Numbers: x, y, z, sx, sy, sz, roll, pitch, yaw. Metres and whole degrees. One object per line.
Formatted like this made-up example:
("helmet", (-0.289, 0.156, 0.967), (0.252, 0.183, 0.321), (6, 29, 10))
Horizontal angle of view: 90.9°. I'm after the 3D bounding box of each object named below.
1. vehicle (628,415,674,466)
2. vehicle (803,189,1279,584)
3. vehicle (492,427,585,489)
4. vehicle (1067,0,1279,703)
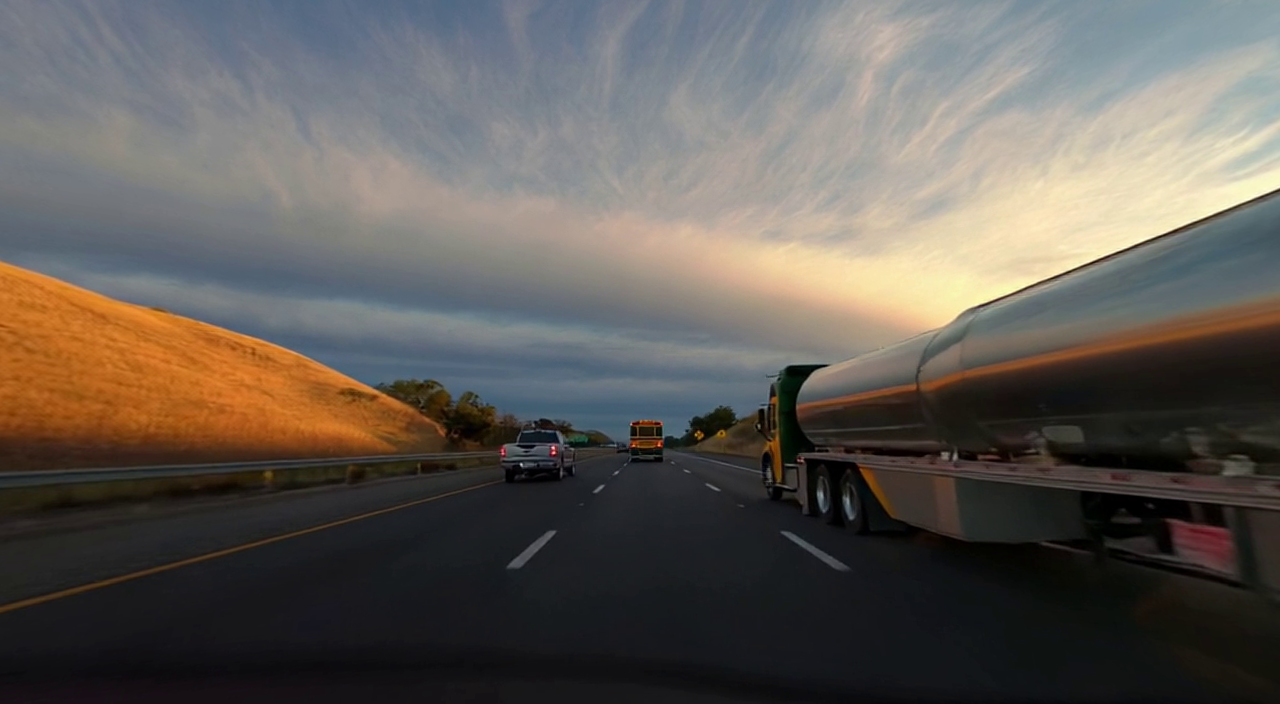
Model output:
("vehicle", (0.680, 6.453, 46.017), (2.948, 3.265, 10.569), (0, -8, -1))
("vehicle", (4.589, 0.698, 9.072), (2.604, 3.677, 6.470), (0, -8, -1))
("vehicle", (-3.421, 3.720, 22.589), (2.241, 1.927, 5.833), (0, -8, 1))
("vehicle", (4.370, -0.377, 0.783), (2.716, 3.705, 7.018), (0, -8, 1))
